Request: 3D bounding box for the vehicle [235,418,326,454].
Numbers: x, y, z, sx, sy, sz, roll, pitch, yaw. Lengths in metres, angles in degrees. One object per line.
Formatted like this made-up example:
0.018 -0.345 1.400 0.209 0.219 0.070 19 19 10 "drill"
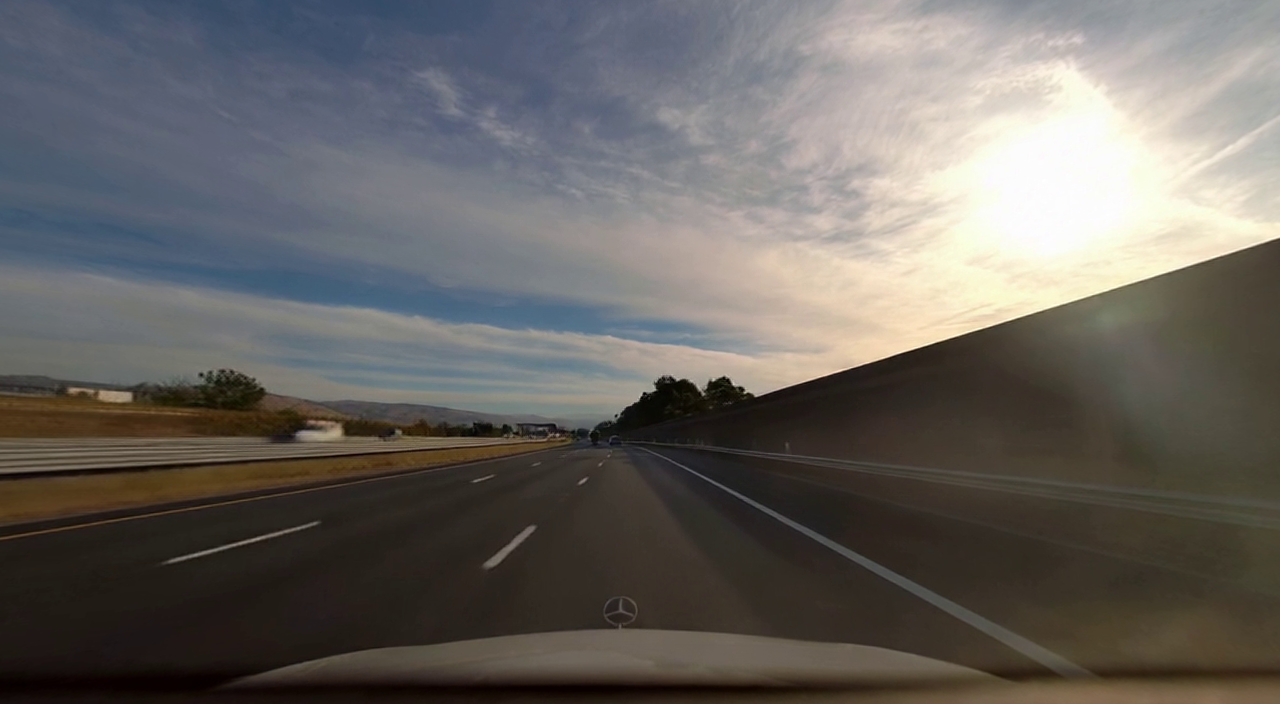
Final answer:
-19.350 4.568 34.110 2.025 1.777 4.929 0 -8 0 "vehicle"
